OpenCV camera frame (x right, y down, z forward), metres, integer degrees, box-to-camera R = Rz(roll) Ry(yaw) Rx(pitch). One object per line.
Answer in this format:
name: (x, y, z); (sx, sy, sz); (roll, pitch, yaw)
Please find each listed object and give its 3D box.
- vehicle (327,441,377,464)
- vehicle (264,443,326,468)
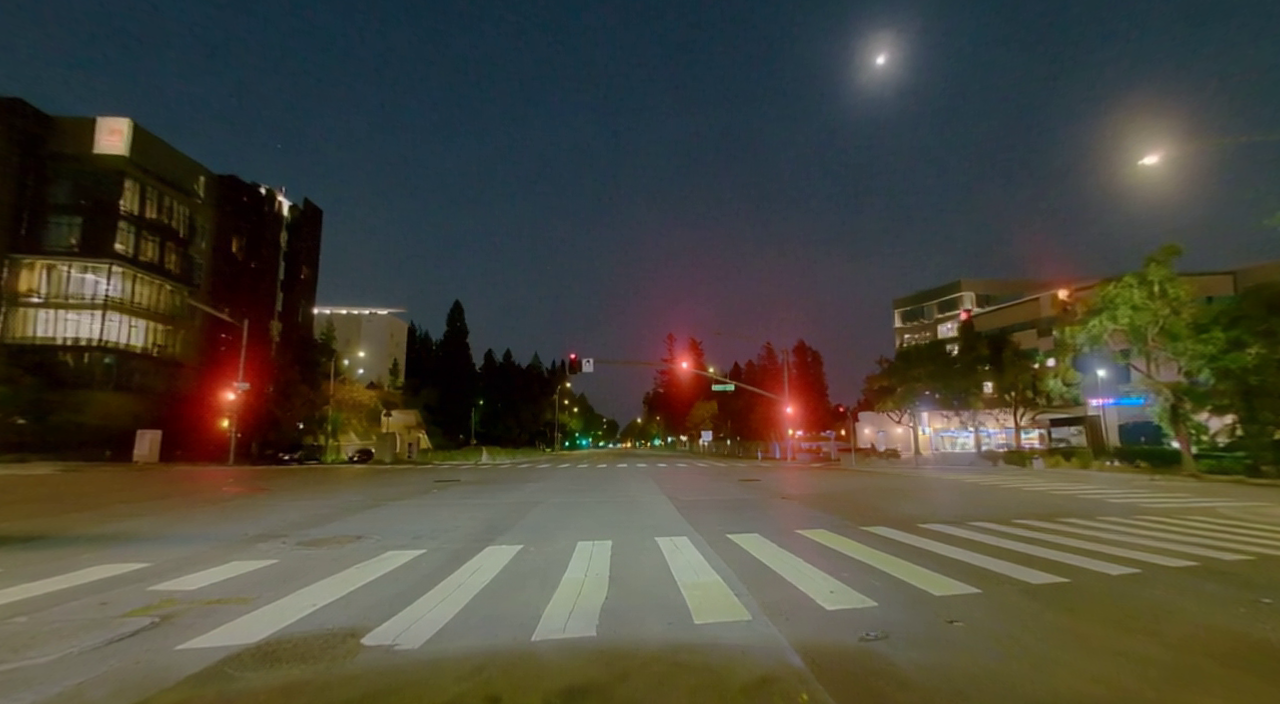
vehicle: (-22.525, 7.901, 49.614); (2.023, 1.706, 4.756); (1, -9, -6)
vehicle: (-21.855, 6.558, 40.157); (2.005, 1.496, 4.020); (1, -9, -6)
